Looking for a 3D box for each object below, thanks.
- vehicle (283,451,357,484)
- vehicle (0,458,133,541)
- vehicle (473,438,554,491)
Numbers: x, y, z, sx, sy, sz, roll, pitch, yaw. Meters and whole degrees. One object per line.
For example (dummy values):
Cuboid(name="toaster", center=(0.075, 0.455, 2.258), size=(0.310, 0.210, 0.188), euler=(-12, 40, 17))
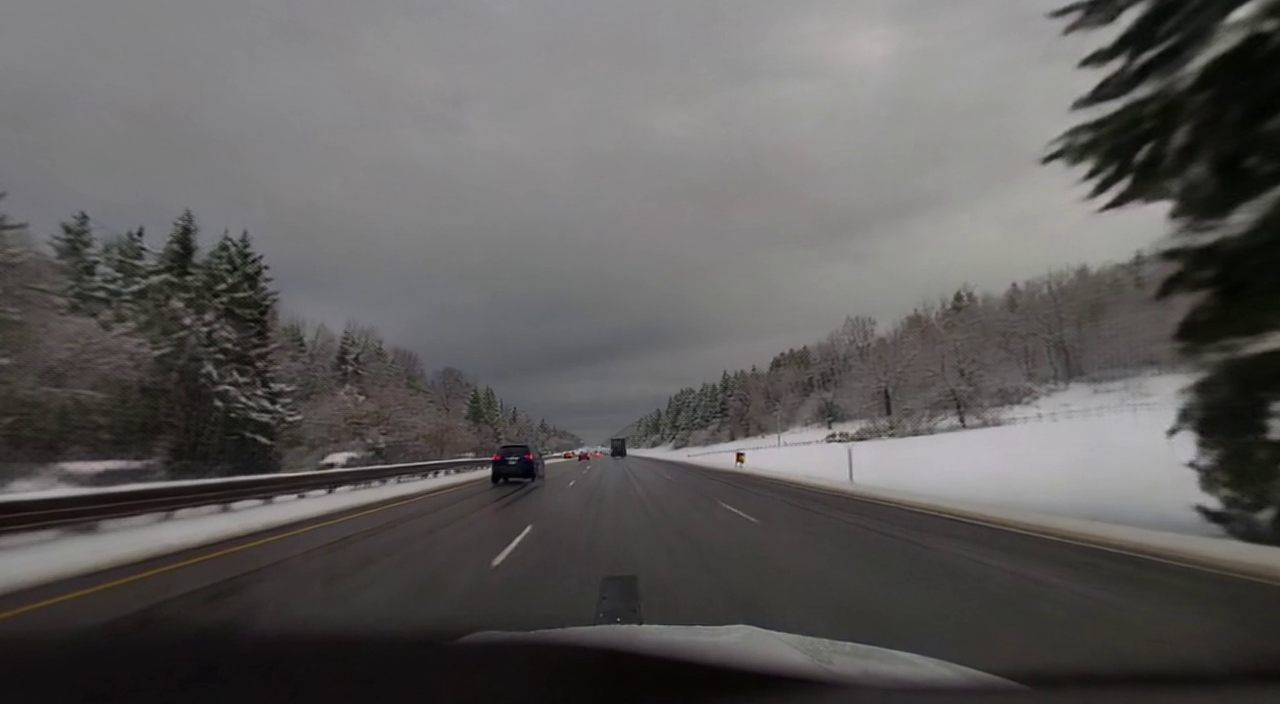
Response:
Cuboid(name="vehicle", center=(-17.698, 6.387, 34.904), size=(1.929, 1.643, 4.311), euler=(0, -9, -2))
Cuboid(name="vehicle", center=(-13.078, 3.000, 12.974), size=(1.860, 1.507, 3.987), euler=(0, -9, -2))
Cuboid(name="vehicle", center=(-4.402, 3.975, 22.529), size=(2.151, 1.693, 4.201), euler=(0, -9, -2))
